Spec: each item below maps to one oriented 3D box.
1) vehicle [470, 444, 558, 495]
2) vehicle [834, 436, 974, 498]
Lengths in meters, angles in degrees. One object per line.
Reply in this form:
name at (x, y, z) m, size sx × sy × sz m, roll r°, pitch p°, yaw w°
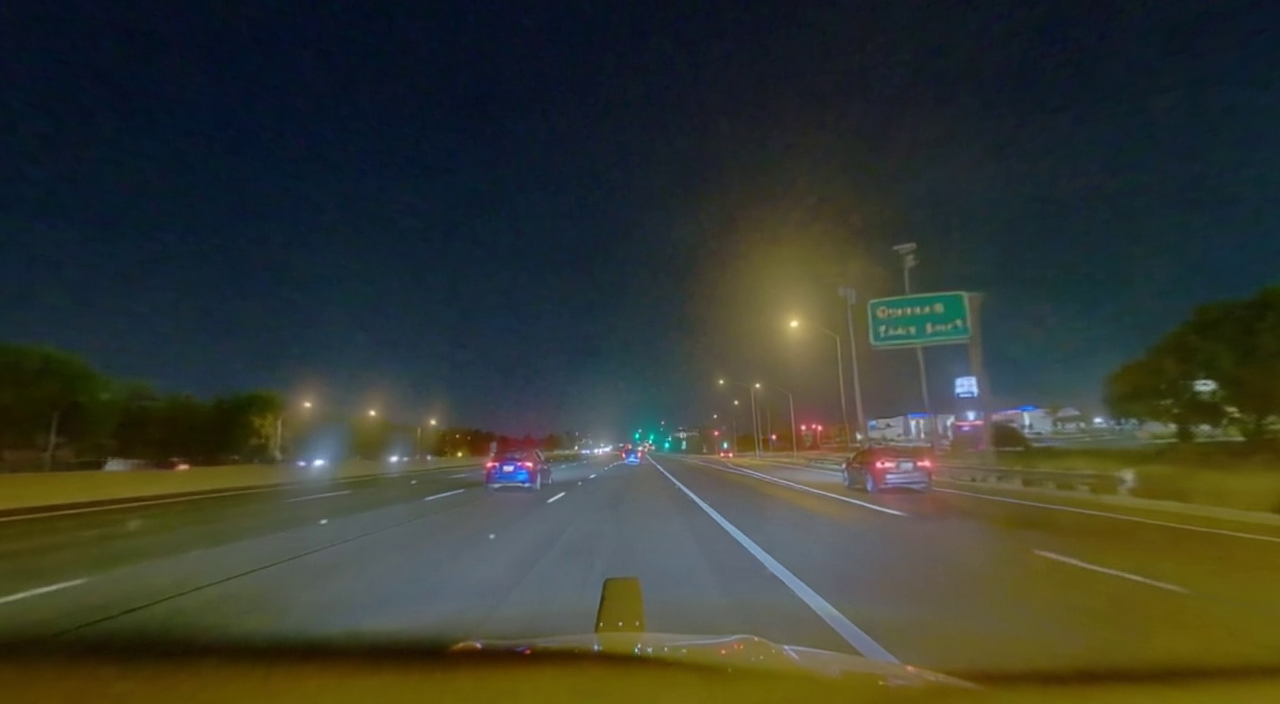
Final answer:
vehicle at (-4.227, 4.023, 21.895) m, size 2.071 × 1.553 × 4.388 m, roll 0°, pitch -9°, yaw 1°
vehicle at (7.640, 3.391, 18.987) m, size 2.035 × 1.566 × 5.409 m, roll 0°, pitch -9°, yaw 2°
